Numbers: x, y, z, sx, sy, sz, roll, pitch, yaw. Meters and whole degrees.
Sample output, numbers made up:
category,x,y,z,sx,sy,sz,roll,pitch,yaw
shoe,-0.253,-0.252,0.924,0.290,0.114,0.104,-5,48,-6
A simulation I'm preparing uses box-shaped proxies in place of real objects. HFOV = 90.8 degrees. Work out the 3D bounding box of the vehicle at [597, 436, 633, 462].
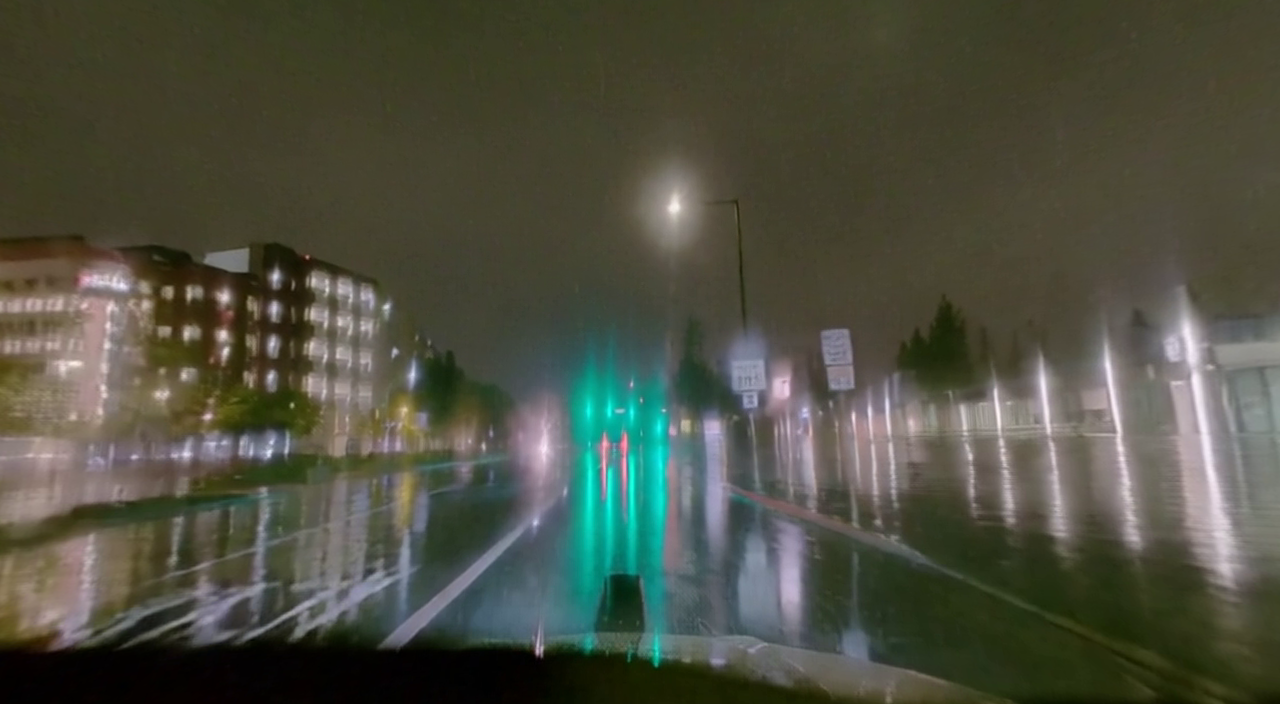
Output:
category,x,y,z,sx,sy,sz,roll,pitch,yaw
vehicle,-1.552,5.915,38.907,2.131,1.474,4.146,0,-8,-2
